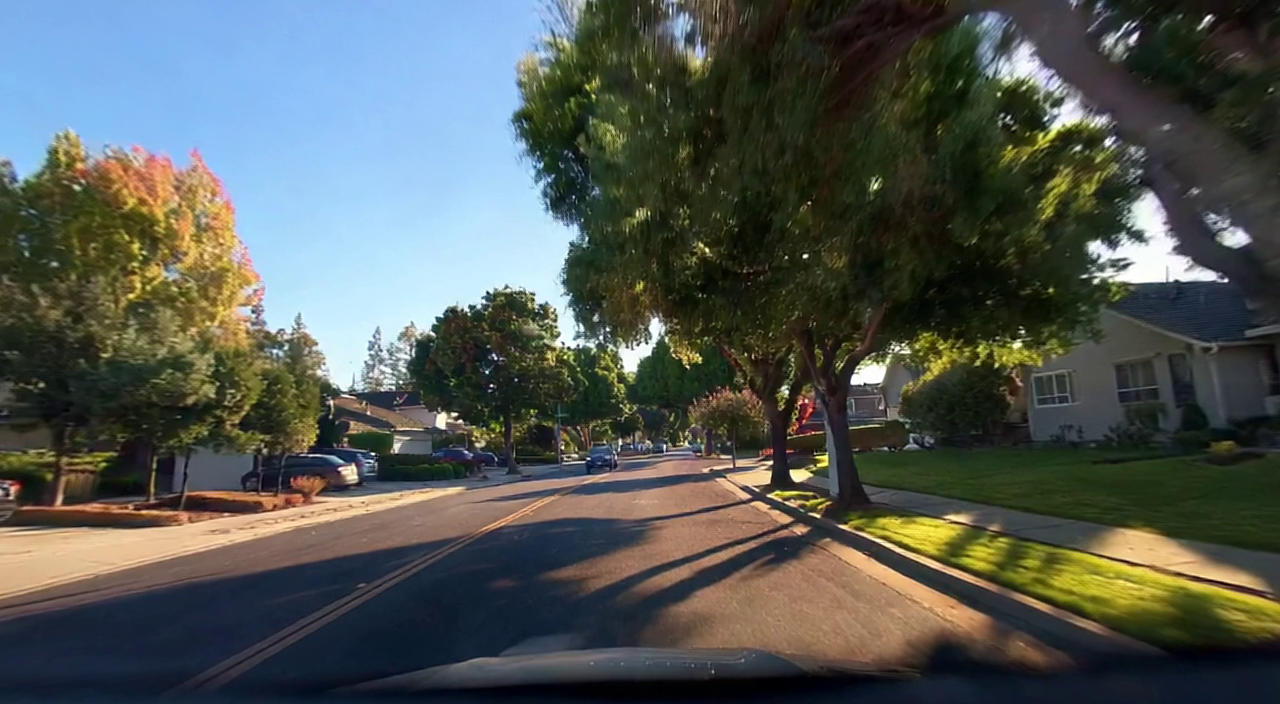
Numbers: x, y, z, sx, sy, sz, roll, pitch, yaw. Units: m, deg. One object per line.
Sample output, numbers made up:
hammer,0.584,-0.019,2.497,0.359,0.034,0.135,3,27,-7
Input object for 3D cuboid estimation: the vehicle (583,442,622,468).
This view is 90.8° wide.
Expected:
vehicle,-2.673,7.420,45.806,2.131,1.731,4.533,-1,-9,5

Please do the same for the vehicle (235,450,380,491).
vehicle,-13.396,4.782,25.686,4.703,1.487,2.002,1,-9,-1

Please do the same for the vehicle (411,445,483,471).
vehicle,-12.990,7.191,42.778,4.237,1.687,1.970,0,-9,-1
